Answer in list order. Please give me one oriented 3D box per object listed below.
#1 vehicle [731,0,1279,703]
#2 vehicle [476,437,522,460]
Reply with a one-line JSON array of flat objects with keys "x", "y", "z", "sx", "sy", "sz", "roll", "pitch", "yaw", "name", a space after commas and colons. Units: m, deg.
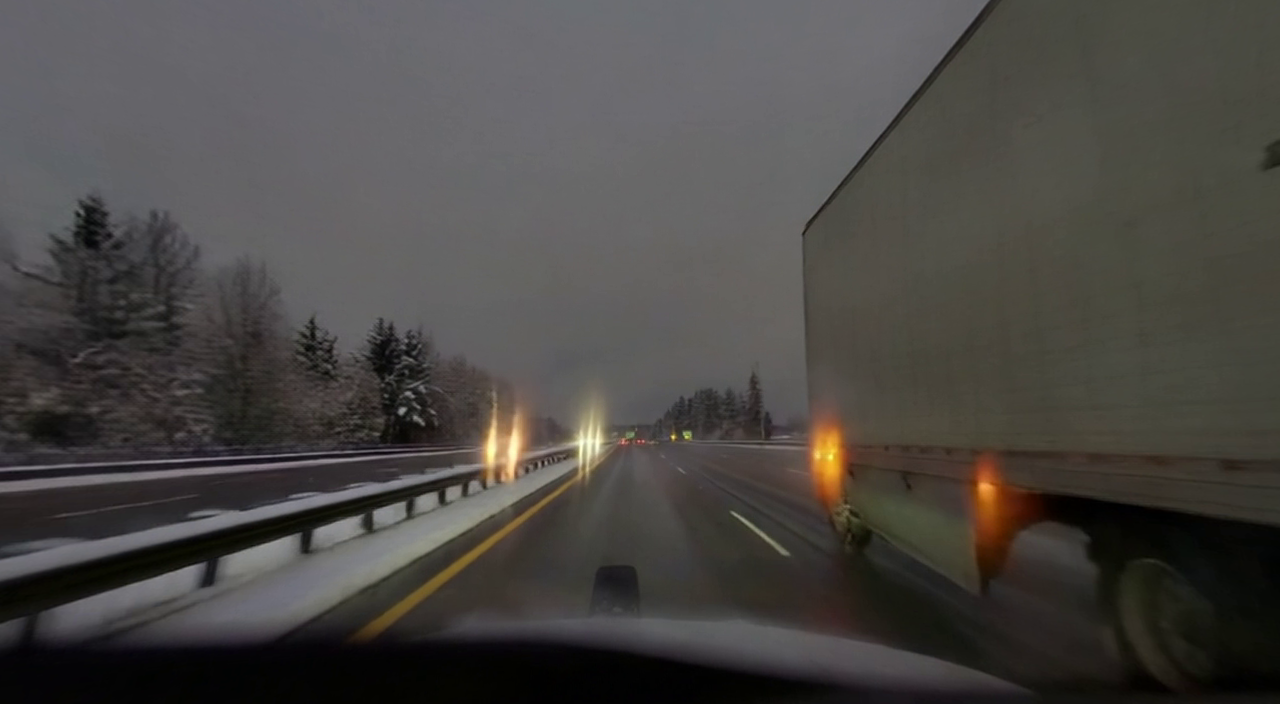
[{"x": 3.535, "y": 0.150, "z": 6.495, "sx": 2.954, "sy": 3.995, "sz": 13.335, "roll": 0, "pitch": -8, "yaw": -1, "name": "vehicle"}, {"x": -9.529, "y": 6.539, "z": 42.931, "sx": 2.106, "sy": 1.457, "sz": 4.262, "roll": 0, "pitch": -8, "yaw": 0, "name": "vehicle"}]
